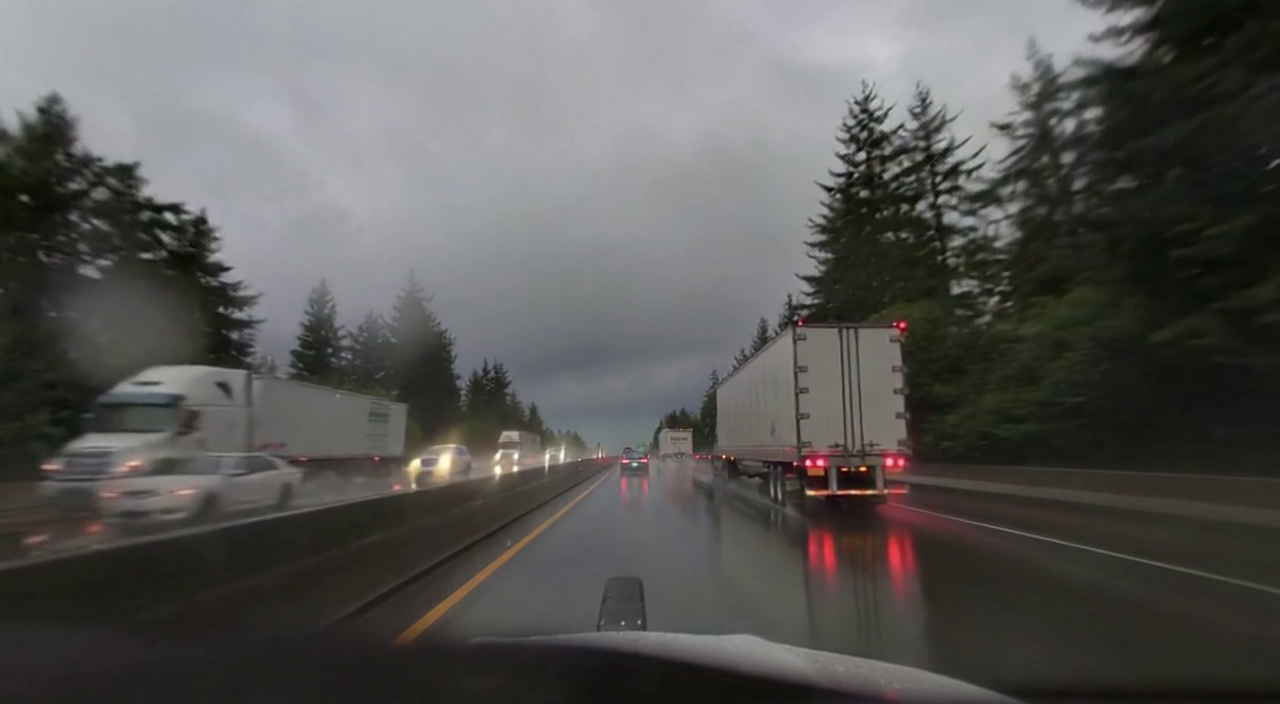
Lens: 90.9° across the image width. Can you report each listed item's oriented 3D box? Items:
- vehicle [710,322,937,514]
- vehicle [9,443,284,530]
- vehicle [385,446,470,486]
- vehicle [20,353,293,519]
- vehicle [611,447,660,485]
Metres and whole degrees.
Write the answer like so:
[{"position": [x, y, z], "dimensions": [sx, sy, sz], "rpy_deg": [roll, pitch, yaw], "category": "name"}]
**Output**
[{"position": [4.613, 2.424, 20.298], "dimensions": [2.842, 4.060, 13.939], "rpy_deg": [0, -9, -1], "category": "vehicle"}, {"position": [-8.575, 2.341, 11.501], "dimensions": [1.921, 1.304, 3.824], "rpy_deg": [0, -9, 0], "category": "vehicle"}, {"position": [-8.640, 4.667, 26.068], "dimensions": [1.993, 1.515, 4.232], "rpy_deg": [0, -9, 1], "category": "vehicle"}, {"position": [-13.204, 2.440, 18.093], "dimensions": [2.977, 3.962, 5.832], "rpy_deg": [0, -9, 0], "category": "vehicle"}, {"position": [-0.184, 4.769, 26.597], "dimensions": [1.939, 1.495, 3.612], "rpy_deg": [0, -9, 0], "category": "vehicle"}]
